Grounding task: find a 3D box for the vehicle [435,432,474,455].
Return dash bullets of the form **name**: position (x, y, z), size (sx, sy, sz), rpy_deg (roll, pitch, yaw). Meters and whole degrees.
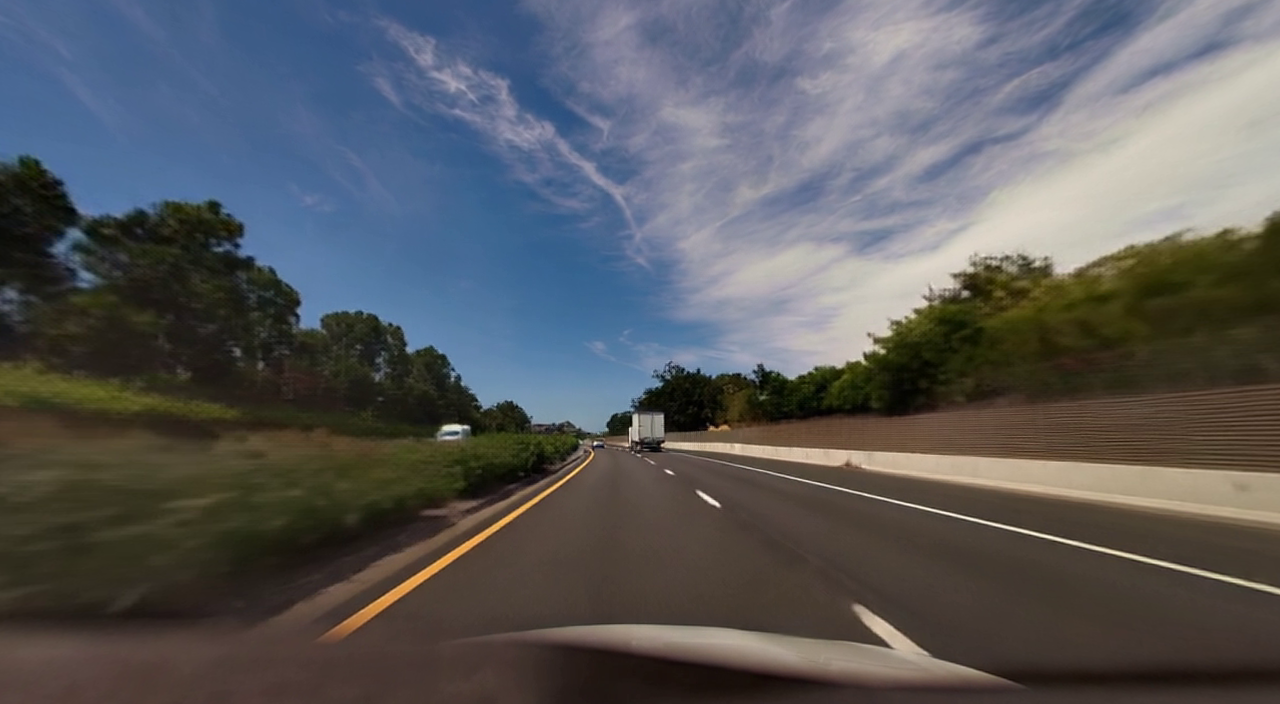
- **vehicle**: position (-13.870, 6.852, 47.187), size (1.829, 1.570, 4.180), rpy_deg (0, -8, -2)
